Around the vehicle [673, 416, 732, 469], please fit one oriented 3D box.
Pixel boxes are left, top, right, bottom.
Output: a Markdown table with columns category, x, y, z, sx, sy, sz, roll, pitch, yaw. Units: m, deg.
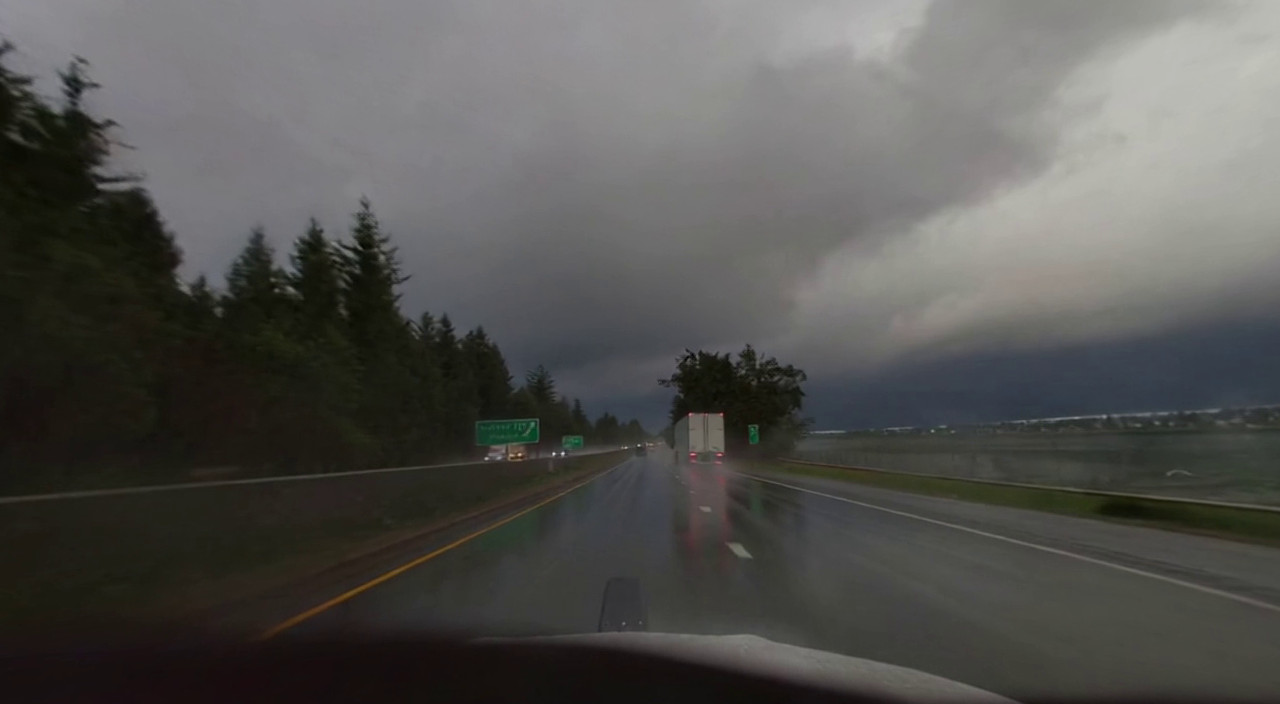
| category | x | y | z | sx | sy | sz | roll | pitch | yaw |
| --- | --- | --- | --- | --- | --- | --- | --- | --- | --- |
| vehicle | 4.344 | 6.678 | 46.089 | 2.983 | 3.414 | 10.378 | 0 | -9 | -1 |
